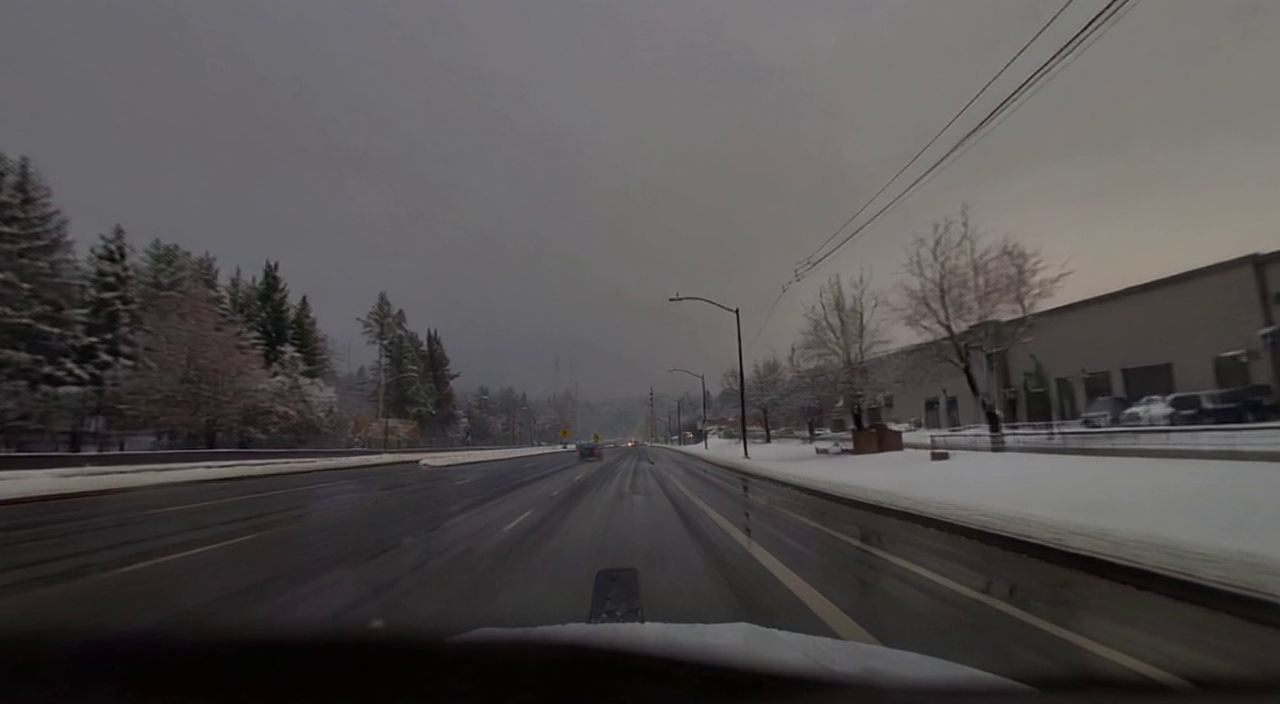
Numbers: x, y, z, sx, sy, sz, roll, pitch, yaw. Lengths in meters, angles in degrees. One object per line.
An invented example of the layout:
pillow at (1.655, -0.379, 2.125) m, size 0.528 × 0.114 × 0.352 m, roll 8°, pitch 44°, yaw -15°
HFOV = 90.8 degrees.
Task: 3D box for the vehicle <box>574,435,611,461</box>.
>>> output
vehicle at (-3.204, 6.553, 43.255) m, size 2.121 × 1.654 × 3.993 m, roll 0°, pitch -8°, yaw 1°
